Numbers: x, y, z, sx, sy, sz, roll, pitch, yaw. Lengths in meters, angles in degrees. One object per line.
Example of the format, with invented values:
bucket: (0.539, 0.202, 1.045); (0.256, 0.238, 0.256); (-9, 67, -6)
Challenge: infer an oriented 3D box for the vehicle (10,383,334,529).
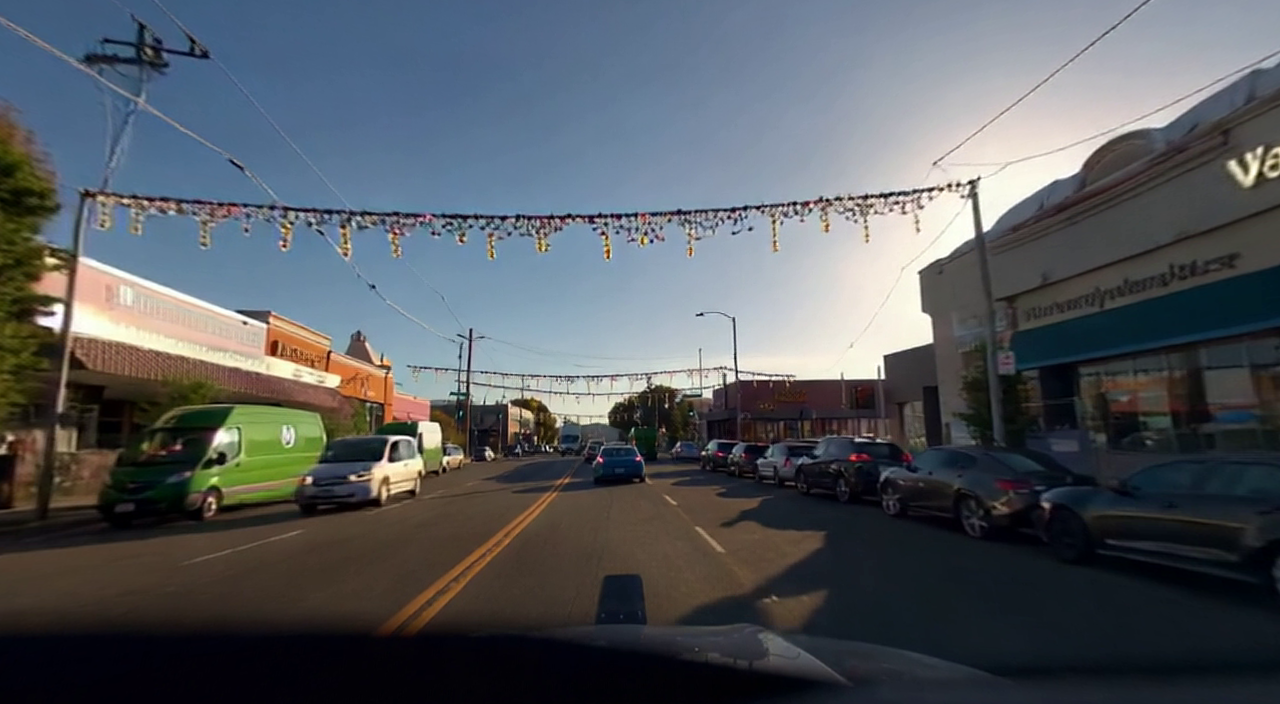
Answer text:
vehicle: (-9.999, 2.340, 14.710); (2.964, 2.597, 6.437); (0, -8, -5)

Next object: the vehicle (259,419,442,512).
vehicle: (-6.912, 2.750, 15.894); (2.456, 1.935, 4.769); (0, -8, -2)

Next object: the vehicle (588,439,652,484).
vehicle: (-0.800, 3.889, 22.887); (2.112, 1.464, 4.411); (0, -8, -4)

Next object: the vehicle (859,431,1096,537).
vehicle: (5.629, 2.203, 11.202); (1.943, 1.507, 3.816); (0, -8, -3)

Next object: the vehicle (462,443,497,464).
vehicle: (-12.581, 7.926, 49.715); (1.962, 1.529, 4.109); (1, -8, -4)

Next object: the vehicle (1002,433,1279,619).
vehicle: (5.850, 1.495, 5.970); (1.921, 1.430, 4.455); (0, -8, -5)

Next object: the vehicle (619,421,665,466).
vehicle: (0.196, 5.857, 40.562); (2.649, 2.583, 5.800); (-1, -8, 3)

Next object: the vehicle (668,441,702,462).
vehicle: (3.314, 7.364, 47.108); (1.824, 1.481, 4.057); (1, -8, -7)

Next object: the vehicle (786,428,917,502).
vehicle: (5.458, 2.961, 17.016); (1.876, 1.692, 4.492); (0, -8, -1)
